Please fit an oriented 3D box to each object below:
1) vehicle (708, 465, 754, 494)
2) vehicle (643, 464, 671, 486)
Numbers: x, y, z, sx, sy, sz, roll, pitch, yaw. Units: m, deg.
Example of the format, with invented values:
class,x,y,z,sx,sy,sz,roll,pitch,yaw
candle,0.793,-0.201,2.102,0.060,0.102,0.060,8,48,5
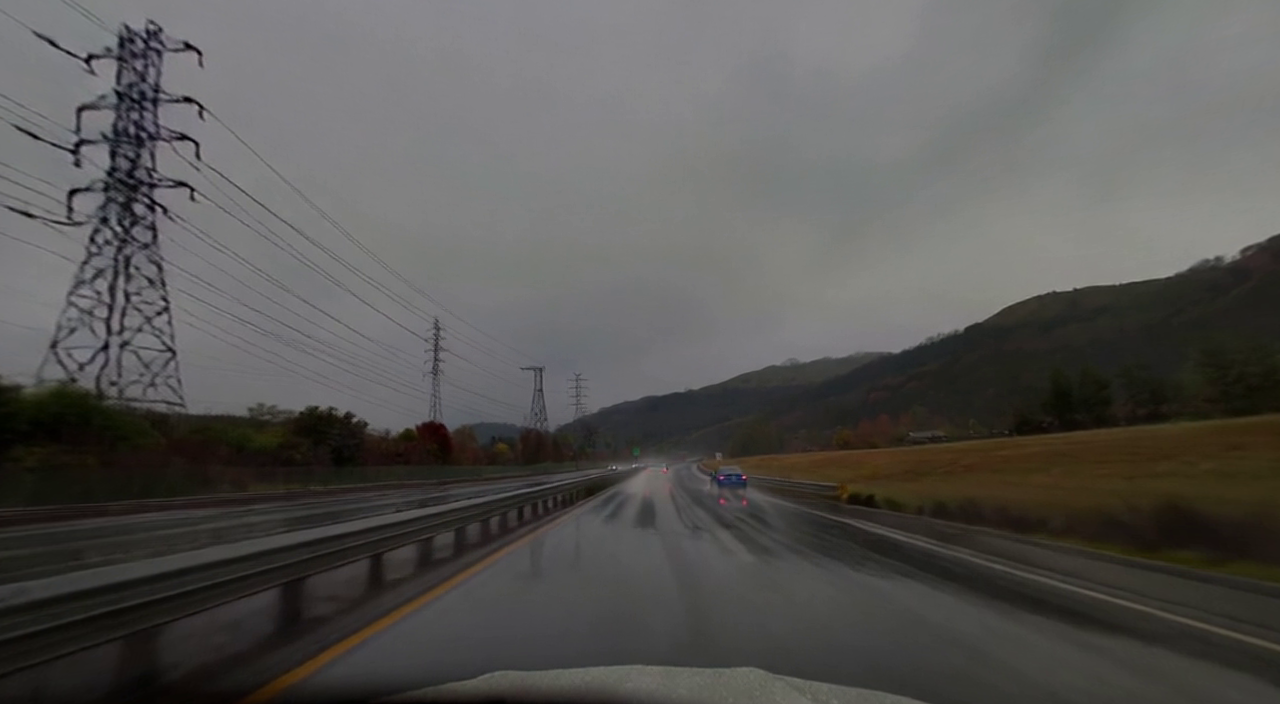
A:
class,x,y,z,sx,sy,sz,roll,pitch,yaw
vehicle,5.170,7.304,36.226,1.985,1.521,3.904,1,-10,-1
vehicle,1.259,9.540,48.726,2.038,1.596,4.246,1,-10,0
